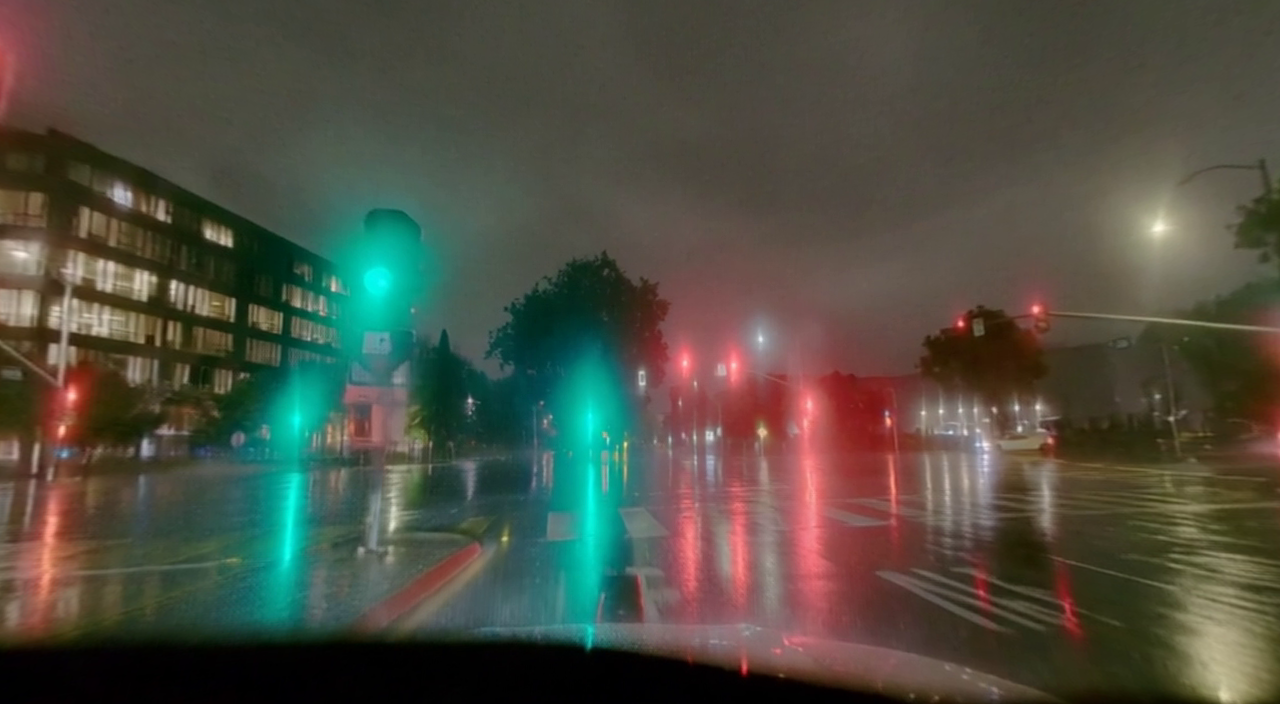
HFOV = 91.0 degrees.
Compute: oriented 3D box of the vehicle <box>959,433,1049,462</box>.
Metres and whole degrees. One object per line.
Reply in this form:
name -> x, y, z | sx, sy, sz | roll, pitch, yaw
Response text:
vehicle -> 21.712, 5.692, 37.567 | 4.769, 1.634, 1.884 | 3, -9, -19
